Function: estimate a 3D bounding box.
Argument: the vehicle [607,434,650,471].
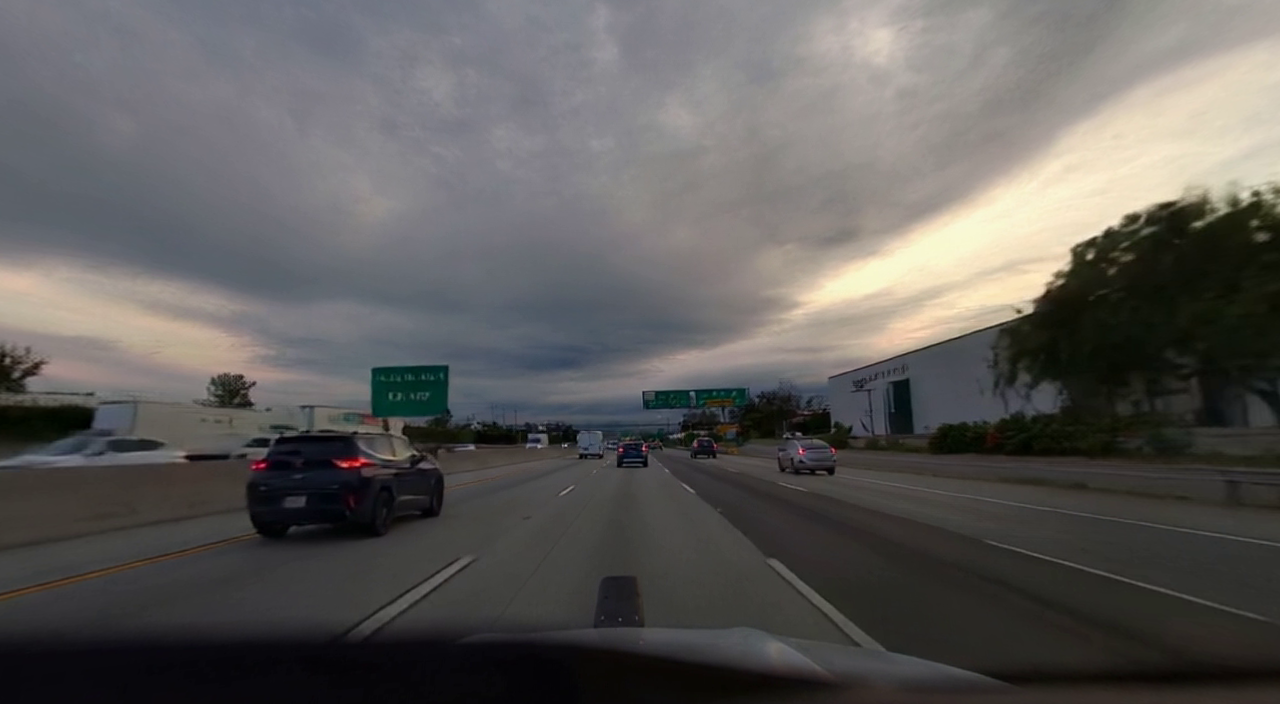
[{"bbox_3d":[-0.528,5.089,32.139,2.002,1.759,4.658,0,-8,0],"label":"vehicle"}]

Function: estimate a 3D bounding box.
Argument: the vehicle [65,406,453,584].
[{"bbox_3d":[-4.220,1.669,8.225,2.126,1.631,4.643,0,-8,0],"label":"vehicle"}]

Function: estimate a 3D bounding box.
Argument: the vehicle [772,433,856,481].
[{"bbox_3d":[6.540,3.993,24.232,1.944,1.666,4.184,0,-9,-1],"label":"vehicle"}]

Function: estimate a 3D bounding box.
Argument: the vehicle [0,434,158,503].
[{"bbox_3d":[-13.788,2.743,15.210,1.599,1.438,3.419,0,-9,0],"label":"vehicle"}]

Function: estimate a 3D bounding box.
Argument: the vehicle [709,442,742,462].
[{"bbox_3d":[6.632,7.795,49.269,1.879,1.428,4.402,0,-9,-1],"label":"vehicle"}]
